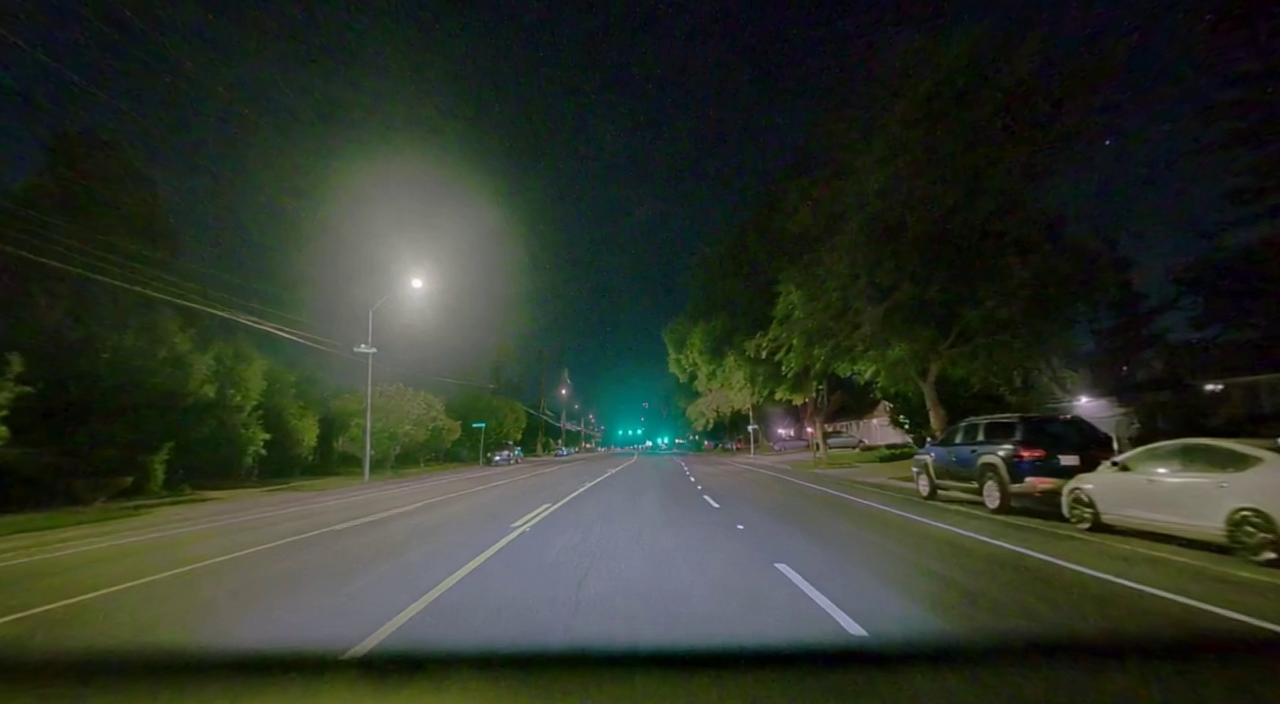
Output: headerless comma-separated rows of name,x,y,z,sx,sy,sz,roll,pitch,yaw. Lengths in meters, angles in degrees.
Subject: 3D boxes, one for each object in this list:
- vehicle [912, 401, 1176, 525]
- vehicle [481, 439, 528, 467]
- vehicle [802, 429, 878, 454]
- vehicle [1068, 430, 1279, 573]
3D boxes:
vehicle,7.470,2.110,12.497,2.040,1.970,4.753,0,-8,0
vehicle,-10.559,7.956,49.537,2.347,1.960,5.167,-2,-10,2
vehicle,14.295,6.432,45.371,4.793,1.744,2.055,0,-8,1
vehicle,7.474,1.643,7.259,1.903,1.439,4.508,0,-8,-1
